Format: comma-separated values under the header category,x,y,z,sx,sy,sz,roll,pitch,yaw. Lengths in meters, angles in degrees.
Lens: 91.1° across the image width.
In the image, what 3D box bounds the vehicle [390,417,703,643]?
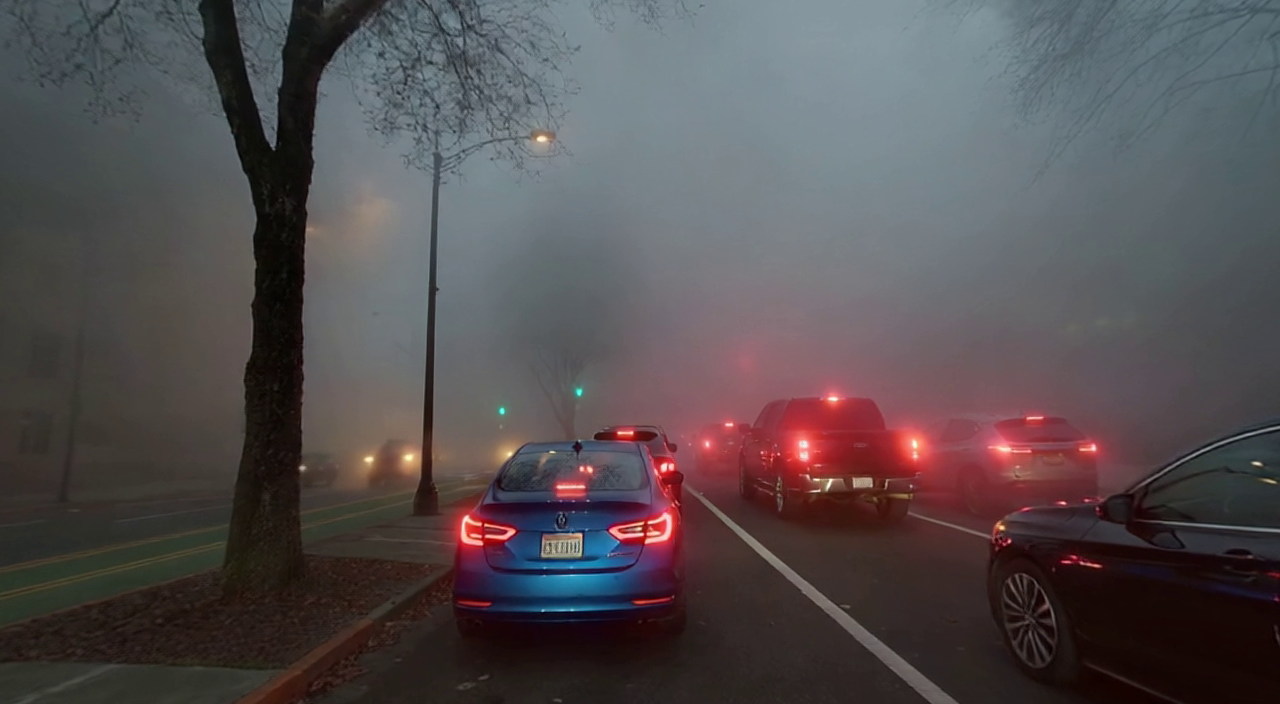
category,x,y,z,sx,sy,sz,roll,pitch,yaw
vehicle,-0.576,1.500,6.322,2.111,1.506,4.018,0,-9,2

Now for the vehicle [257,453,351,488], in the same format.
category,x,y,z,sx,sy,sz,roll,pitch,yaw
vehicle,-16.284,5.753,30.732,1.921,1.499,4.566,0,-9,2

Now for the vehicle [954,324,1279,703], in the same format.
category,x,y,z,sx,sy,sz,roll,pitch,yaw
vehicle,3.164,0.760,2.071,1.982,1.709,4.427,0,-9,1

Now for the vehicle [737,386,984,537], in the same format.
category,x,y,z,sx,sy,sz,roll,pitch,yaw
vehicle,3.522,1.955,11.703,2.444,2.098,5.766,0,-9,-1
